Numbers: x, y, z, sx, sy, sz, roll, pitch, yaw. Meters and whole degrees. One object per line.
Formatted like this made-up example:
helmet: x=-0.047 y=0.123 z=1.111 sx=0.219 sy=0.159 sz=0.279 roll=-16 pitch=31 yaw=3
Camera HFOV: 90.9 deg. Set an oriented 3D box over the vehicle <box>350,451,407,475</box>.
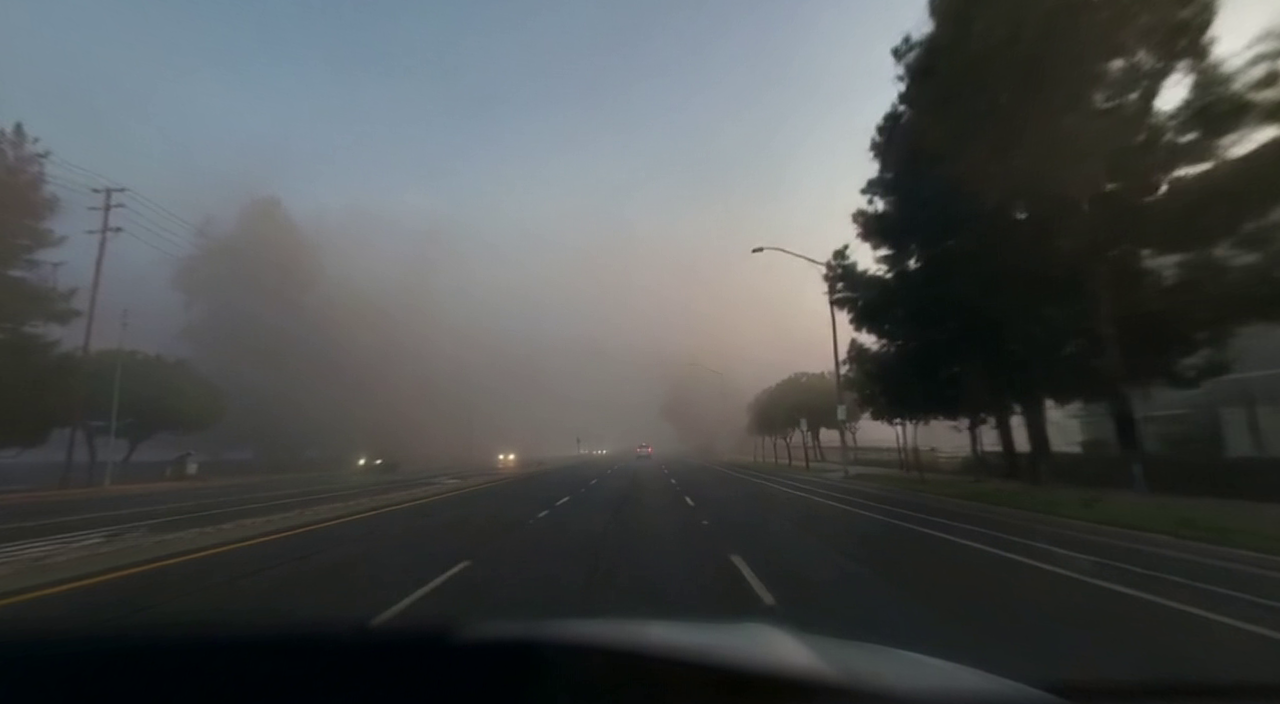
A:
vehicle: x=-19.880 y=8.458 z=48.192 sx=2.025 sy=1.643 sz=4.880 roll=-1 pitch=-8 yaw=3
